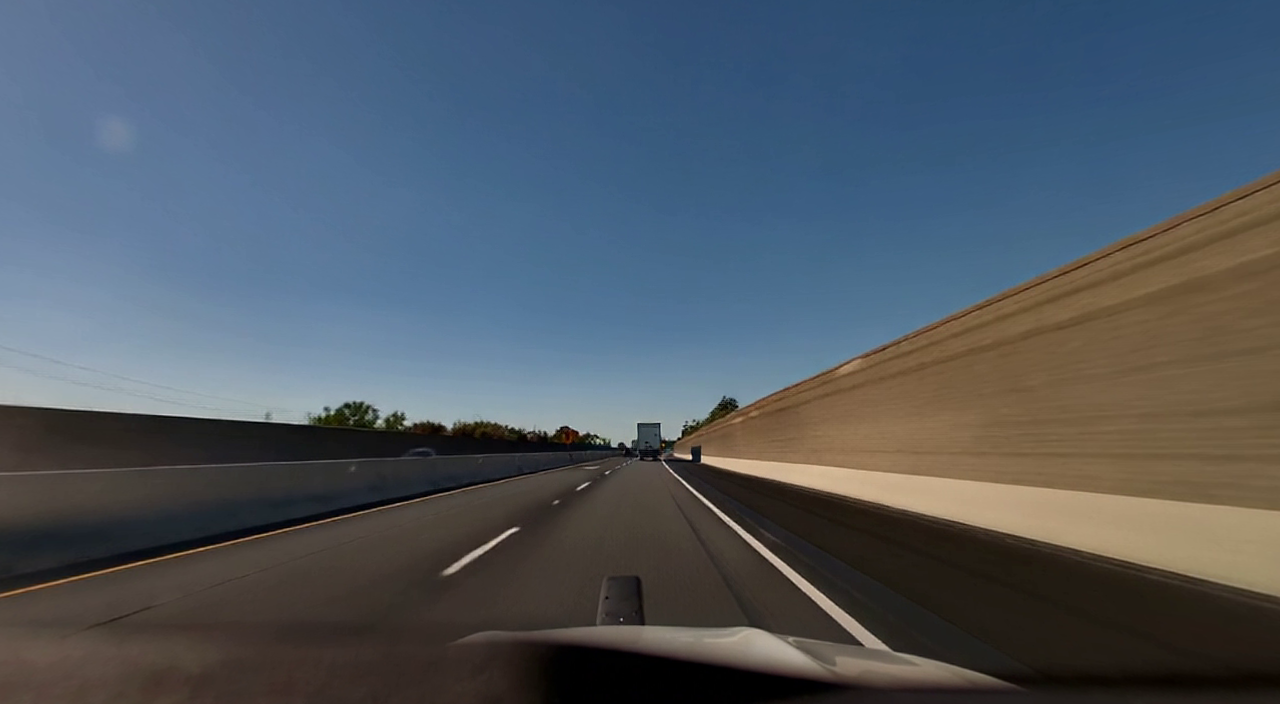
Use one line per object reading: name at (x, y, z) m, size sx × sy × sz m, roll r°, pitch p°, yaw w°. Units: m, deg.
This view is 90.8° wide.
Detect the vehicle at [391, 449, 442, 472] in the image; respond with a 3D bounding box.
vehicle at (-15.501, 7.527, 43.996) m, size 1.881 × 1.497 × 4.397 m, roll 0°, pitch -9°, yaw 1°
